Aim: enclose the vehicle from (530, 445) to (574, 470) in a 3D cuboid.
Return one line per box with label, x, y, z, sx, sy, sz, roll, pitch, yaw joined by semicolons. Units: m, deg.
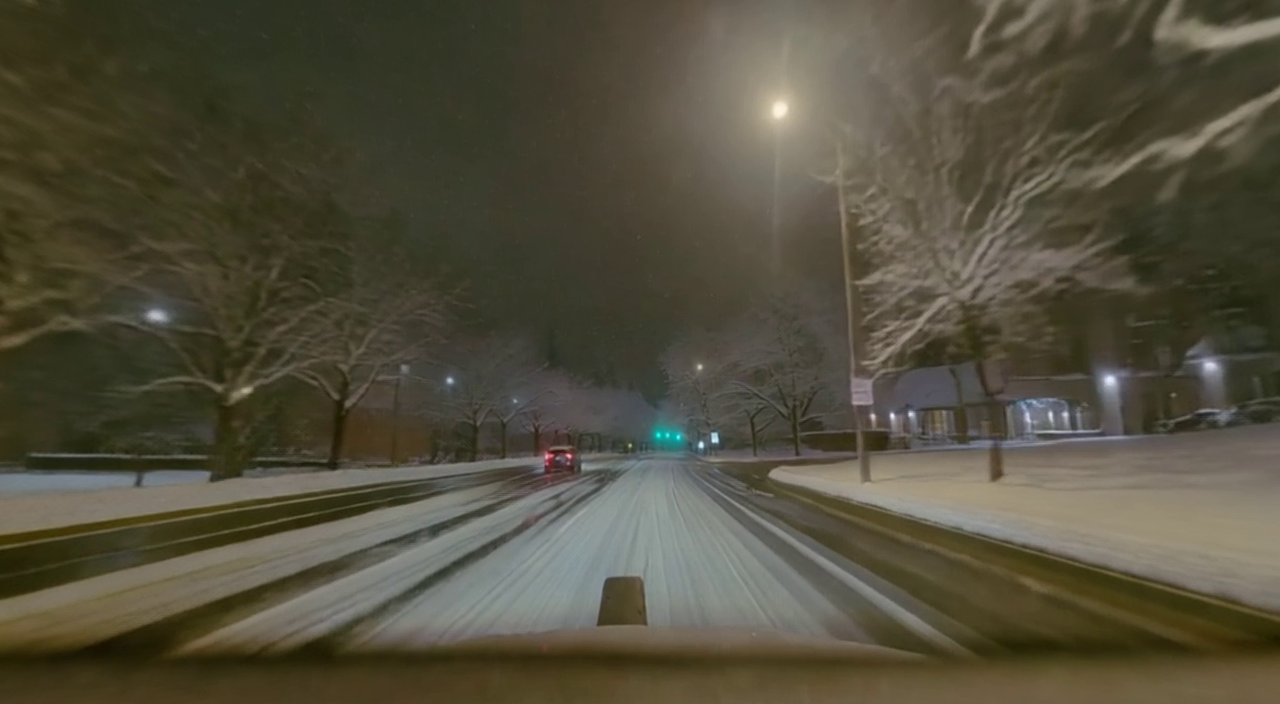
vehicle;-5.458;6.607;39.753;1.945;1.461;4.605;-1;-8;3
